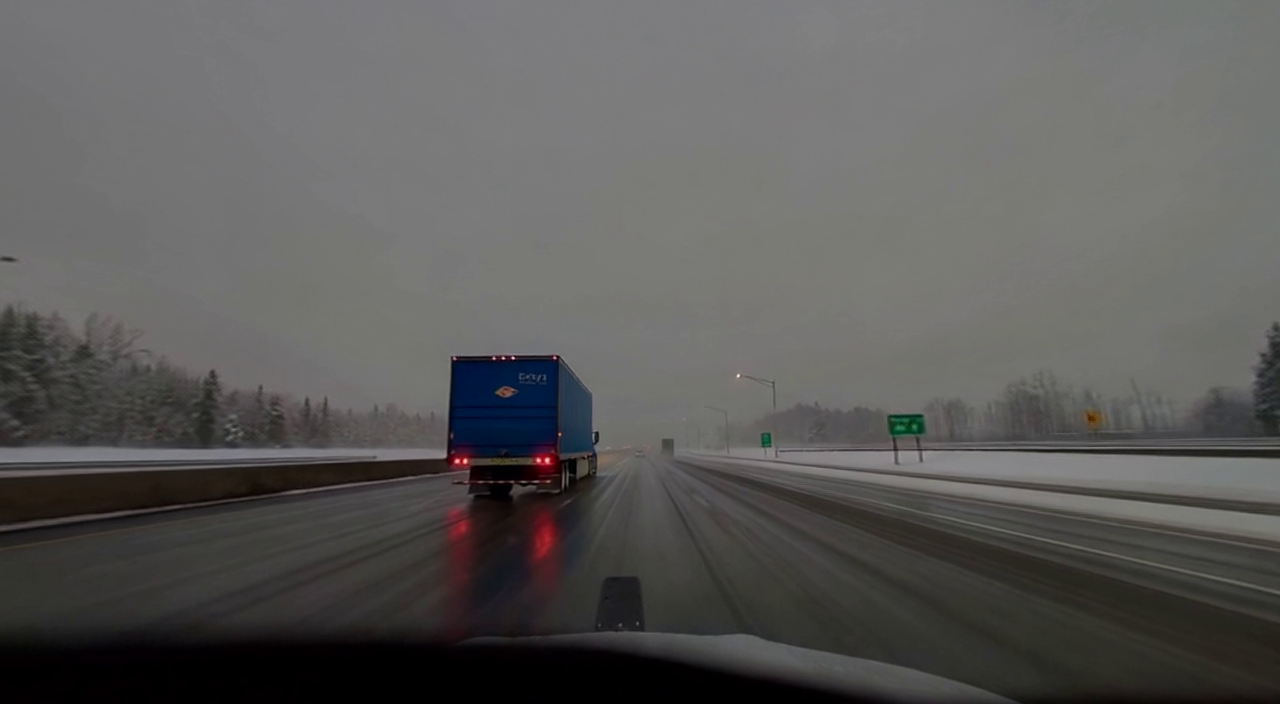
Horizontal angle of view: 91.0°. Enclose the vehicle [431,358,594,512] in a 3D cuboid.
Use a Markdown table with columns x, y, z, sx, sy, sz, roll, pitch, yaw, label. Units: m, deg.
| x | y | z | sx | sy | sz | roll | pitch | yaw | label |
| --- | --- | --- | --- | --- | --- | --- | --- | --- | --- |
| -3.179 | 2.505 | 18.461 | 2.922 | 3.458 | 8.360 | 0 | -9 | 0 | vehicle |
